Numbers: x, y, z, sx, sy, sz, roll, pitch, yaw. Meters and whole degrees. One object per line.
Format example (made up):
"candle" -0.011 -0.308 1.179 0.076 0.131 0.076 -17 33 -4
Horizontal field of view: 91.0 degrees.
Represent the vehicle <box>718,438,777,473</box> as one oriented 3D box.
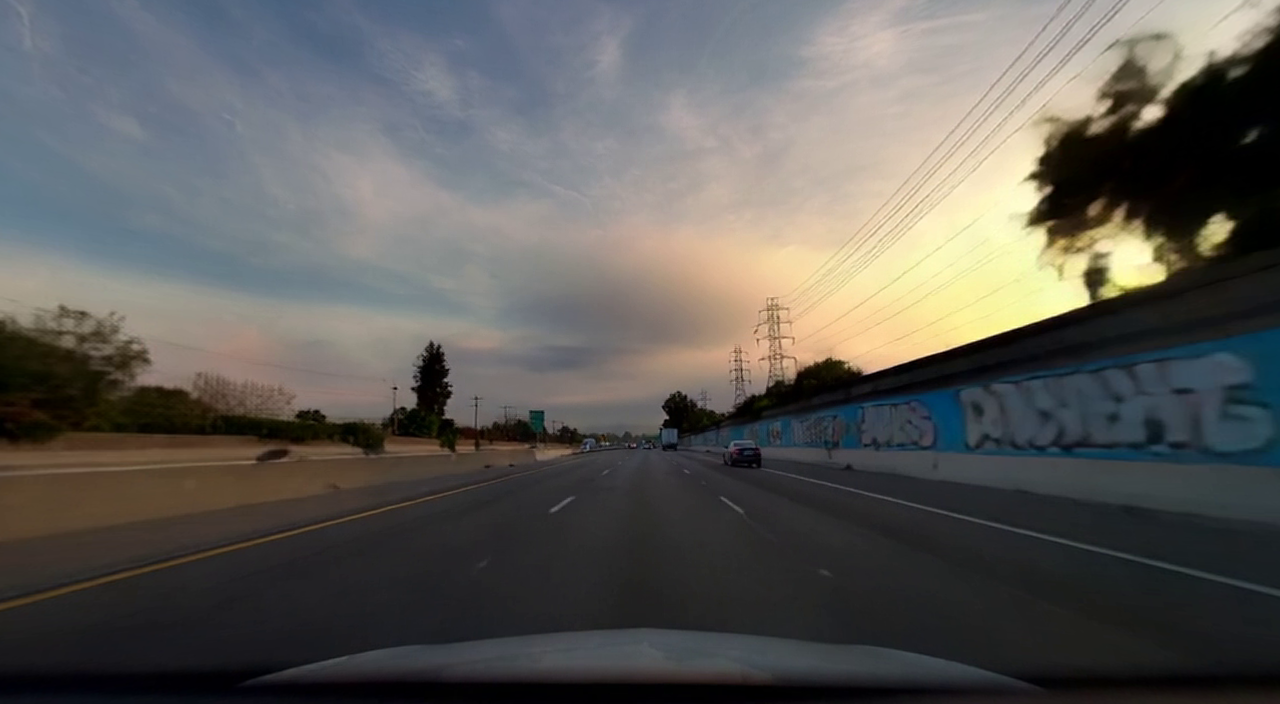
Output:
"vehicle" 4.895 4.791 29.240 1.991 1.494 3.951 0 -8 -1
